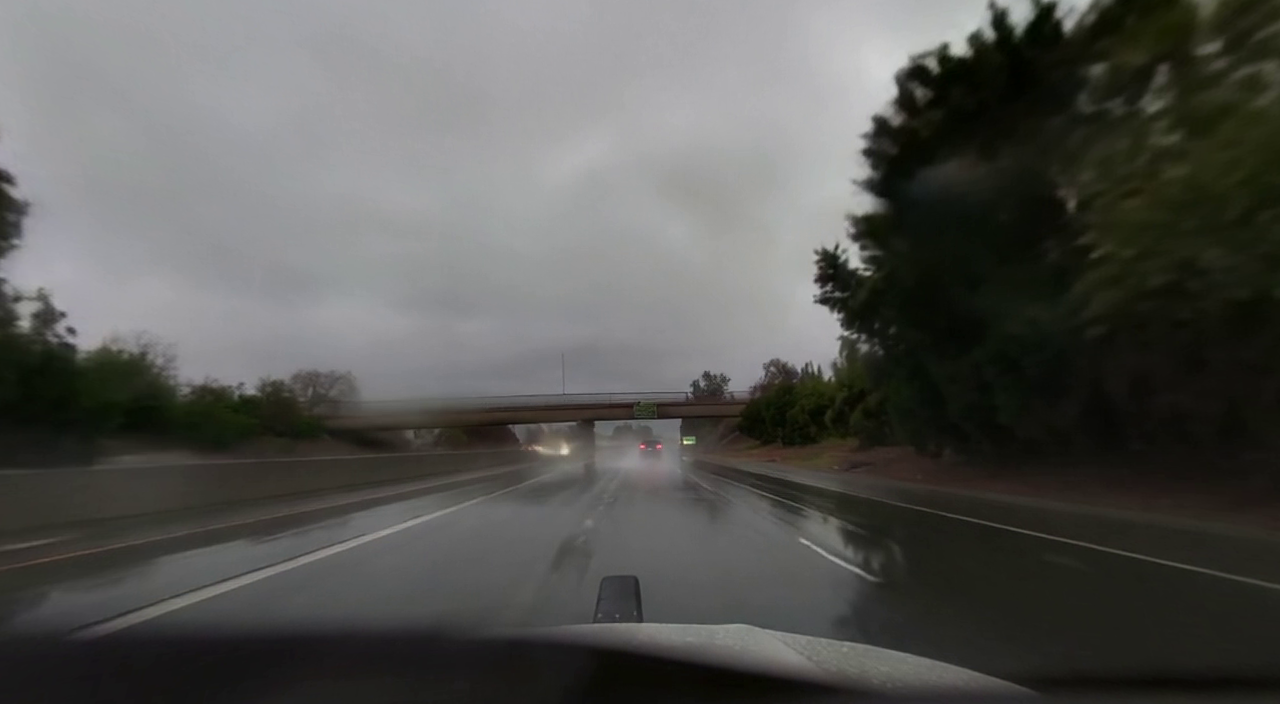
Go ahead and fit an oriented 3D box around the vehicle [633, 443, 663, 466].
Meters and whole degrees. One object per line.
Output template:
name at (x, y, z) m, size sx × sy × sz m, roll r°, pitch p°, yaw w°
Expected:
vehicle at (0.509, 7.033, 43.578) m, size 1.970 × 1.477 × 4.158 m, roll 0°, pitch -9°, yaw -1°
